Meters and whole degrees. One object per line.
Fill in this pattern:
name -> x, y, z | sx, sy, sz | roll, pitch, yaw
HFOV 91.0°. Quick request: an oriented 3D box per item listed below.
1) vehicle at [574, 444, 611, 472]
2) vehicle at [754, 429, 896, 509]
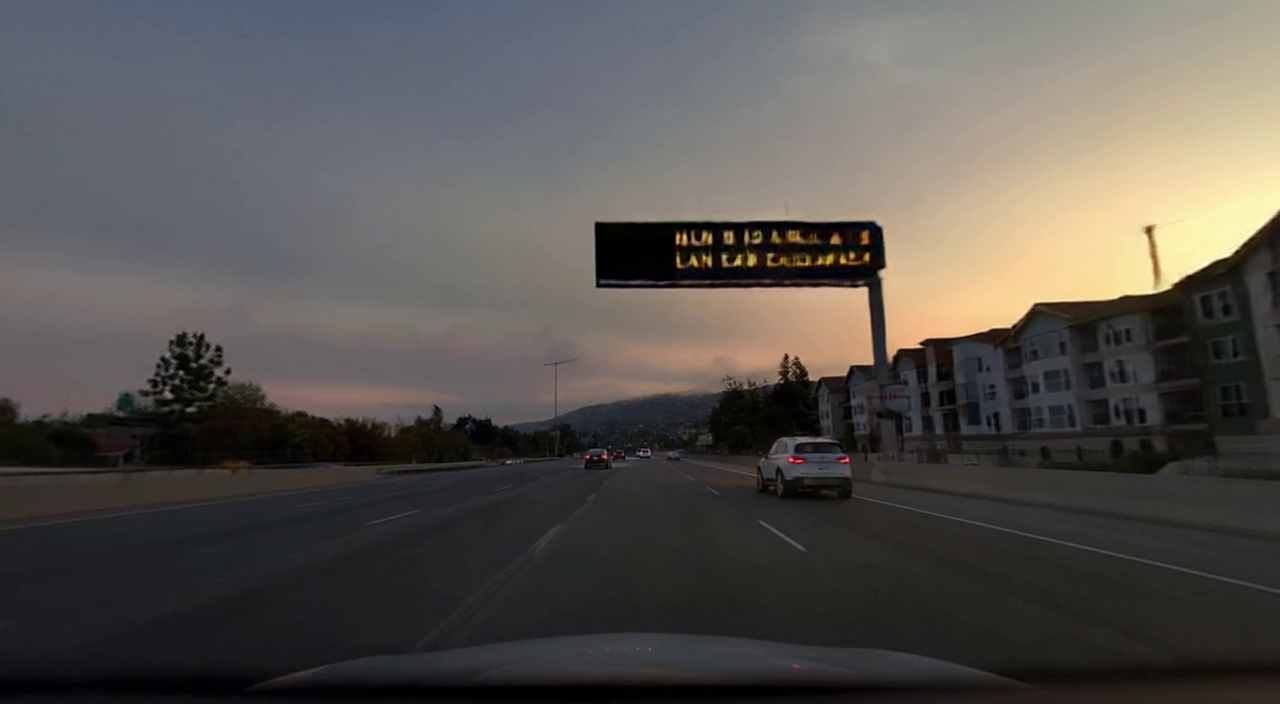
vehicle -> -3.084, 7.039, 42.069 | 2.075, 1.721, 4.763 | 0, -9, 0
vehicle -> 4.457, 2.908, 16.093 | 2.170, 1.733, 4.631 | 0, -9, -1
